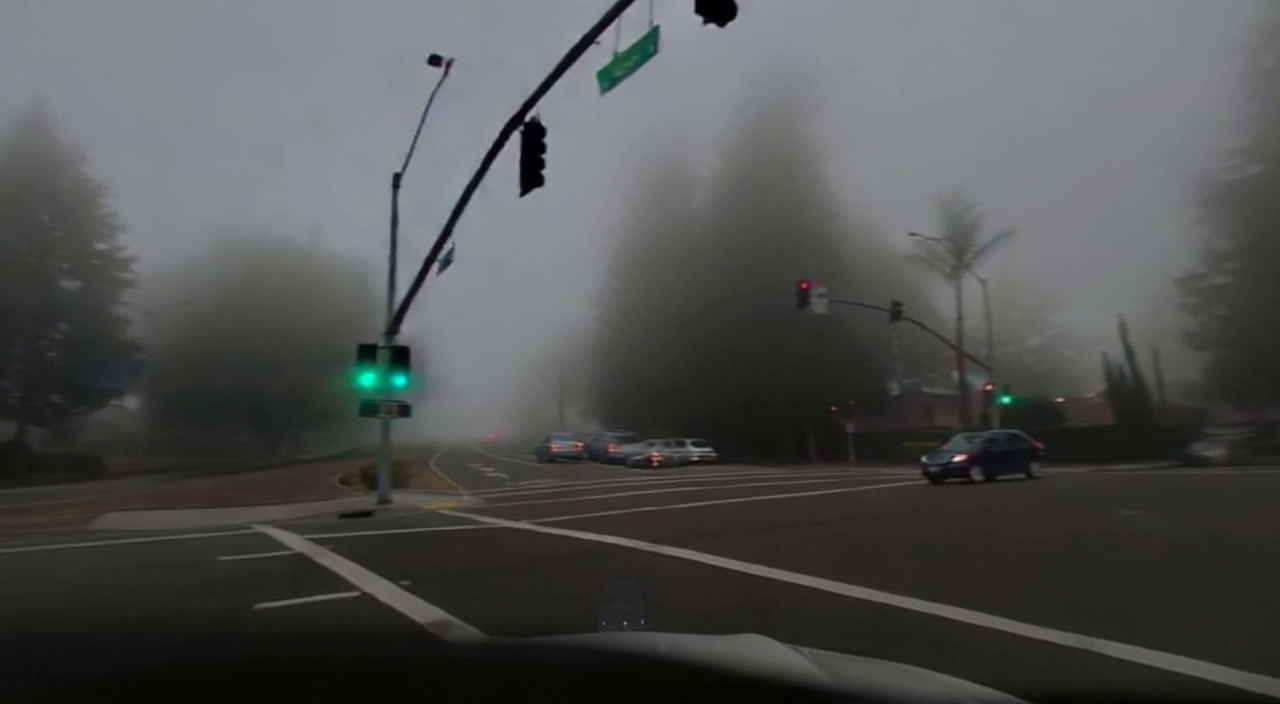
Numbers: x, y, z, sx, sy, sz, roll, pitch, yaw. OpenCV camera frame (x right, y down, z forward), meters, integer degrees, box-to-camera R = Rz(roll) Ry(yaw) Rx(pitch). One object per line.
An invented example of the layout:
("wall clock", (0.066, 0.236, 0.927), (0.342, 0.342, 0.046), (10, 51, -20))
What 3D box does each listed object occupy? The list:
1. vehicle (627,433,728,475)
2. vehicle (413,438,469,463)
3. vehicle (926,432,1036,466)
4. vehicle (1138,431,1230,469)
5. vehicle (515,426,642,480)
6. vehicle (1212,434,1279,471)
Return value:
("vehicle", (1.687, 4.868, 30.151), (2.129, 1.801, 4.911), (7, -11, -36))
("vehicle", (-14.498, 7.124, 45.749), (2.159, 1.734, 4.462), (8, -12, -40))
("vehicle", (22.274, 6.380, 41.324), (5.840, 2.087, 2.737), (2, -9, -11))
("vehicle", (28.552, 5.124, 33.038), (4.804, 1.838, 2.248), (6, -10, -33))
("vehicle", (-2.652, 4.078, 25.628), (2.226, 1.897, 5.874), (7, -11, -38))
("vehicle", (27.809, 4.526, 28.292), (4.356, 1.519, 2.039), (6, -11, -34))
